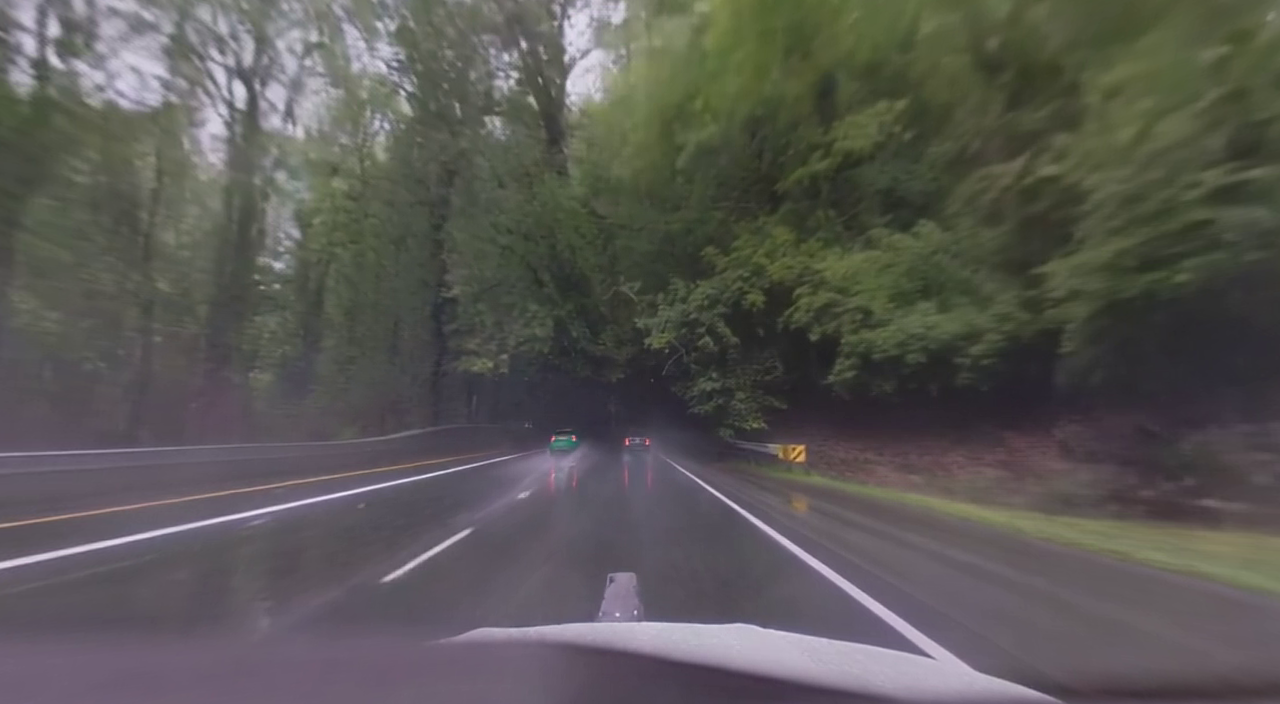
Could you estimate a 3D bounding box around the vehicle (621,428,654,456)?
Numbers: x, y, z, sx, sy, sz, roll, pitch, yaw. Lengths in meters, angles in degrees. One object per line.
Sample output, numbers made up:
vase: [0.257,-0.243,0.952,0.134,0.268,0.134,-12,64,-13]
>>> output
vehicle: [-0.217,6.181,43.428,2.170,1.790,4.490,0,-8,-1]

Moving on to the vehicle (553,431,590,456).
vehicle: [-4.577,6.144,42.536,2.055,1.610,4.116,0,-8,0]
